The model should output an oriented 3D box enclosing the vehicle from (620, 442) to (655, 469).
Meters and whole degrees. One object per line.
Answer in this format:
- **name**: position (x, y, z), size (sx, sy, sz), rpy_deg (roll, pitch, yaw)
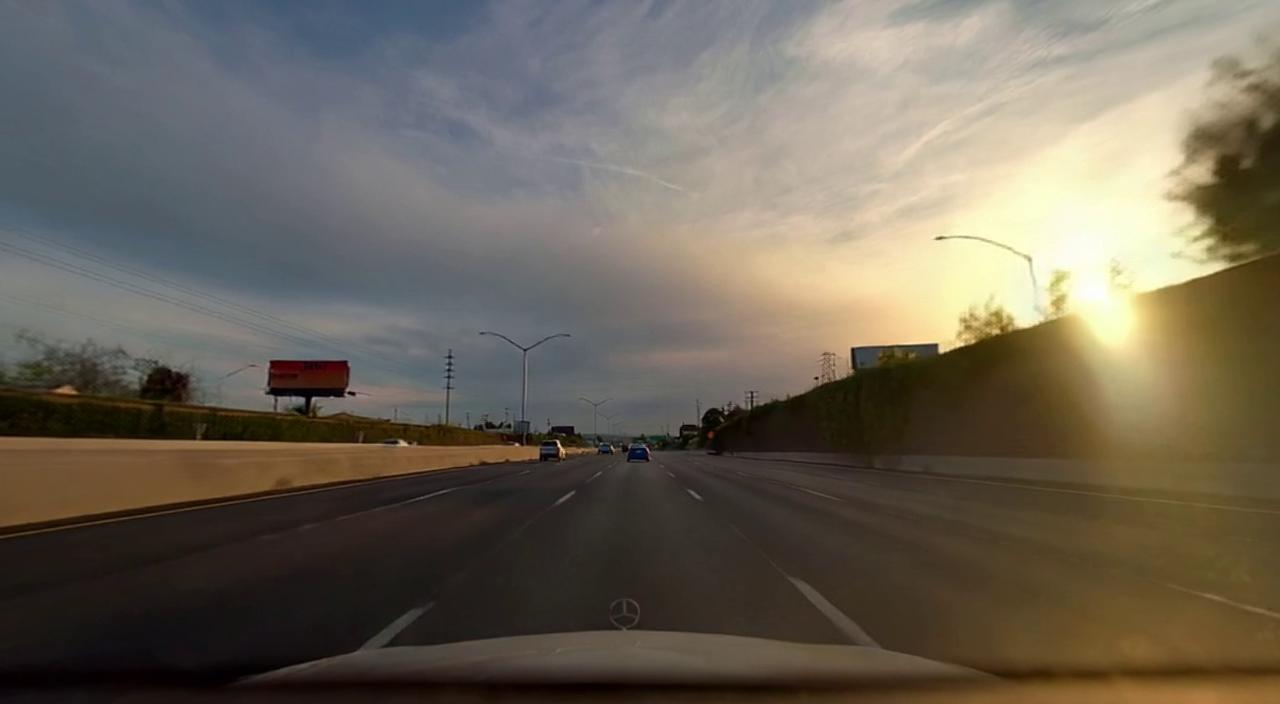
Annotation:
- **vehicle**: position (-0.174, 6.434, 39.464), size (2.074, 1.574, 3.971), rpy_deg (0, -8, -1)
